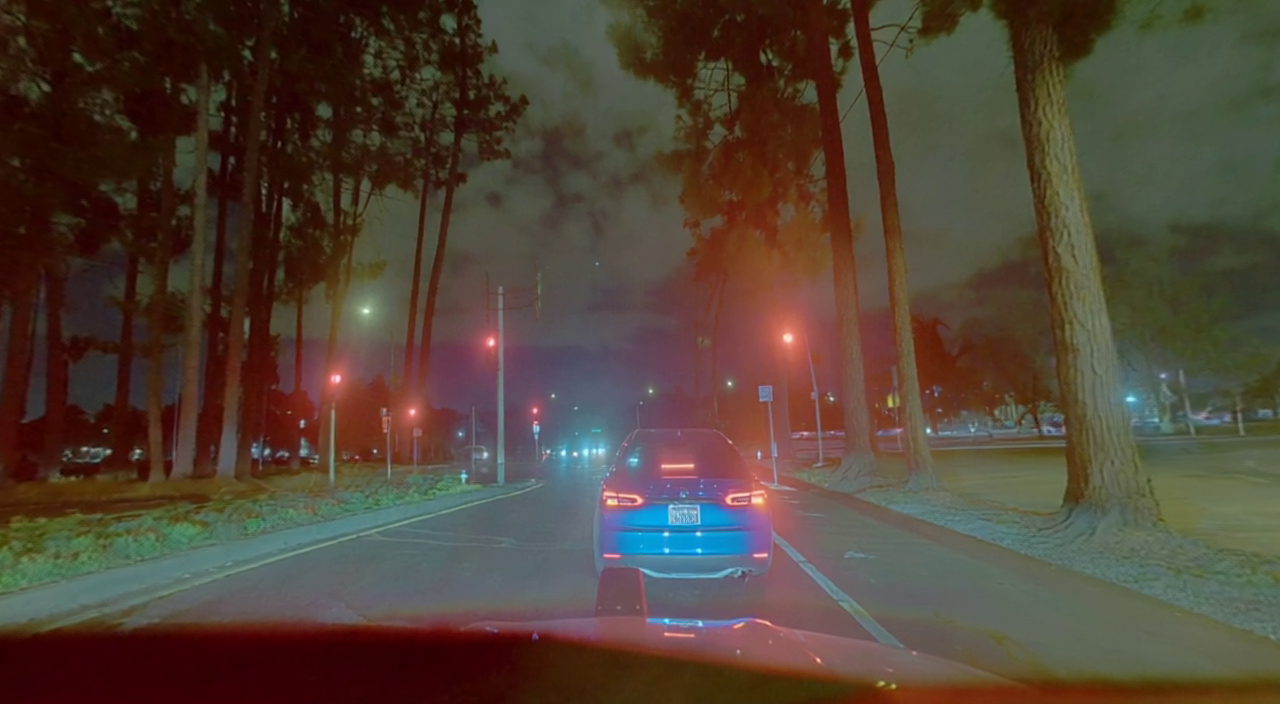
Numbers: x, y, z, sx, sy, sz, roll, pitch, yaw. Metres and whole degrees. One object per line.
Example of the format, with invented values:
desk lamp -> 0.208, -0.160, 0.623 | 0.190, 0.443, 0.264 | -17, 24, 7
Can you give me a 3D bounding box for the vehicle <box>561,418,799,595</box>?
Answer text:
vehicle -> 0.379, 1.615, 7.391 | 2.035, 1.499, 3.799 | 0, -8, 1
